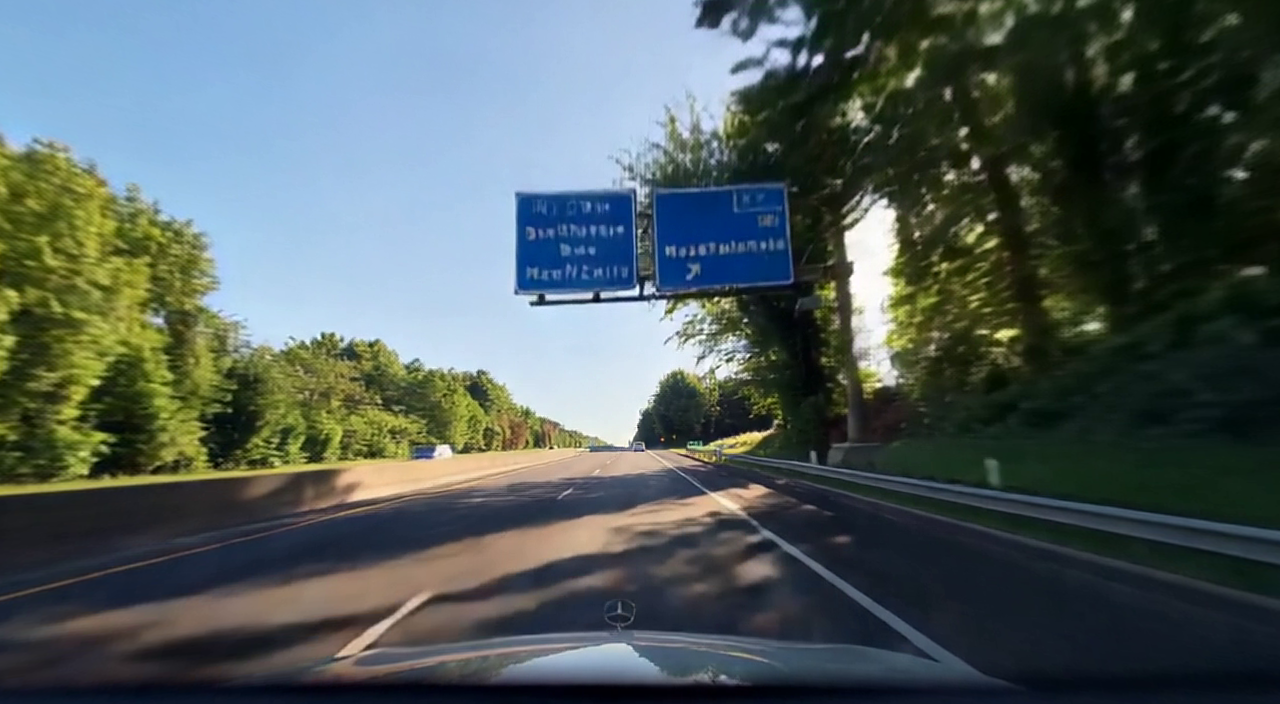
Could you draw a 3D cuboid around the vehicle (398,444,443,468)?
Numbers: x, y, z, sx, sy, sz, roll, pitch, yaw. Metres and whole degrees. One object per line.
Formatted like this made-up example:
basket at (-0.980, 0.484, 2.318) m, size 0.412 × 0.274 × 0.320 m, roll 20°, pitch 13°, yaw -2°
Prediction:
vehicle at (-16.331, 7.759, 46.990) m, size 1.892 × 1.661 × 4.143 m, roll 0°, pitch -8°, yaw -1°
